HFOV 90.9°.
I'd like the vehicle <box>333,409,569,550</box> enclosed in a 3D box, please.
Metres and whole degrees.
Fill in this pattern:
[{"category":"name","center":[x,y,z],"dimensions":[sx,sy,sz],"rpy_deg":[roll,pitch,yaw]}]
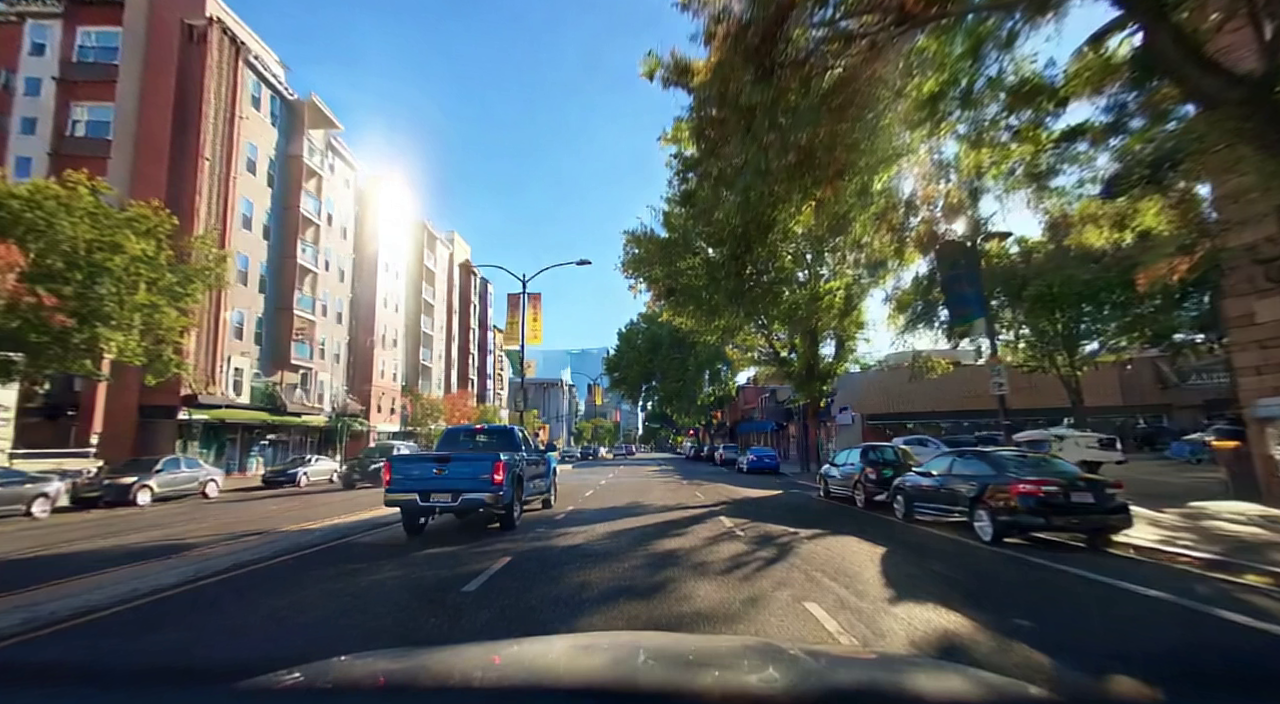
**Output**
[{"category":"vehicle","center":[-2.729,2.037,10.800],"dimensions":[2.197,1.786,5.365],"rpy_deg":[-1,-9,2]}]

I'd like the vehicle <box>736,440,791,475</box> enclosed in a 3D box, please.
[{"category":"vehicle","center":[6.287,5.430,32.686],"dimensions":[1.928,1.679,4.716],"rpy_deg":[0,-9,1]}]

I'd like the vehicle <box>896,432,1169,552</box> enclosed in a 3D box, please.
[{"category":"vehicle","center":[6.027,2.160,10.409],"dimensions":[1.871,1.559,4.015],"rpy_deg":[0,-9,-1]}]

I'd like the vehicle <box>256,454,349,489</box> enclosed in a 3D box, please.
[{"category":"vehicle","center":[-16.022,5.673,30.267],"dimensions":[1.920,1.467,4.685],"rpy_deg":[0,-9,0]}]

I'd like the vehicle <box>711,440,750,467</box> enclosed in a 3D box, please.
[{"category":"vehicle","center":[6.265,7.105,44.187],"dimensions":[2.018,1.743,4.529],"rpy_deg":[0,-9,-1]}]
